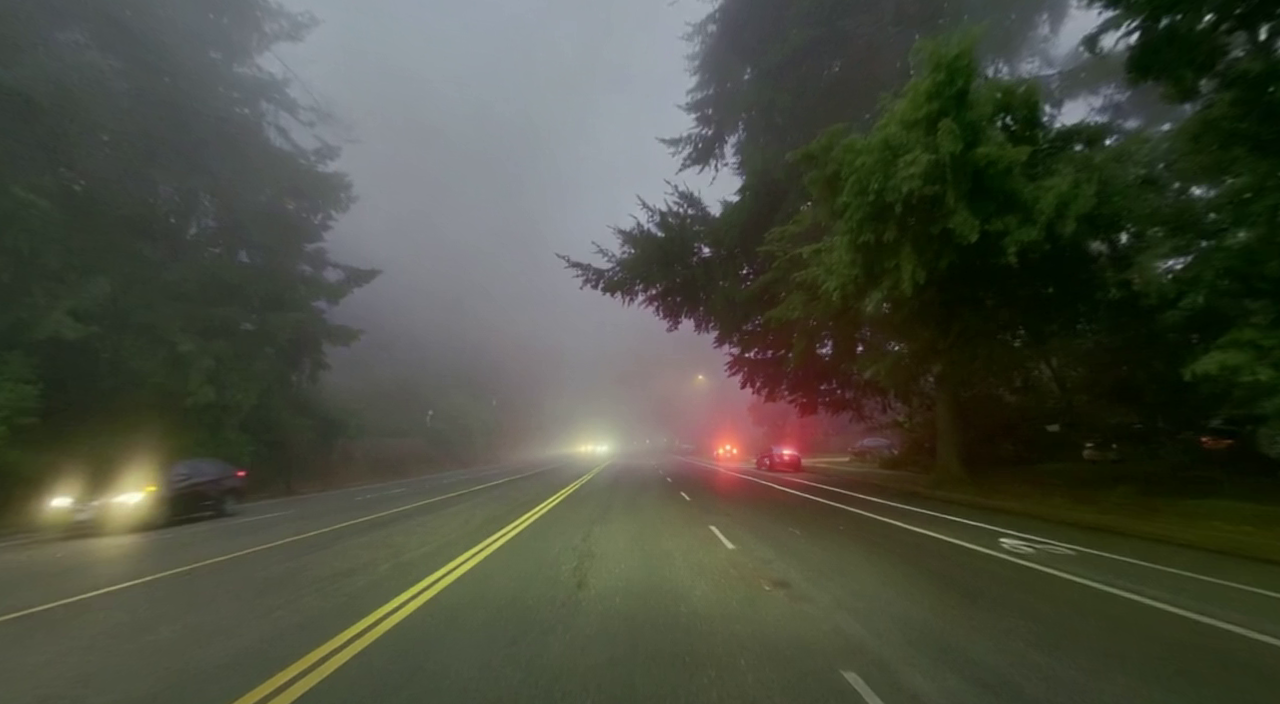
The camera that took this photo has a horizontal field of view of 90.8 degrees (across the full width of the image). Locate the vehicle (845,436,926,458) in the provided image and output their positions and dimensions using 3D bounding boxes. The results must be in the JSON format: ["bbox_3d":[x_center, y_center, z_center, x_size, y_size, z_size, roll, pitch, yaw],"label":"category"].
[{"bbox_3d":[17.524,6.822,45.309,4.793,1.537,2.353,1,-9,-6],"label":"vehicle"}]

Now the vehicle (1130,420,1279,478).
[{"bbox_3d":[17.486,2.830,18.526,4.482,1.566,2.034,0,-8,-1],"label":"vehicle"}]

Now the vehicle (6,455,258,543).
[{"bbox_3d":[-10.705,3.067,13.869,1.913,1.519,4.335,0,-8,0],"label":"vehicle"}]

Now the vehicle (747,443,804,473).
[{"bbox_3d":[7.148,5.623,33.784,2.010,1.469,4.548,0,-8,0],"label":"vehicle"}]
